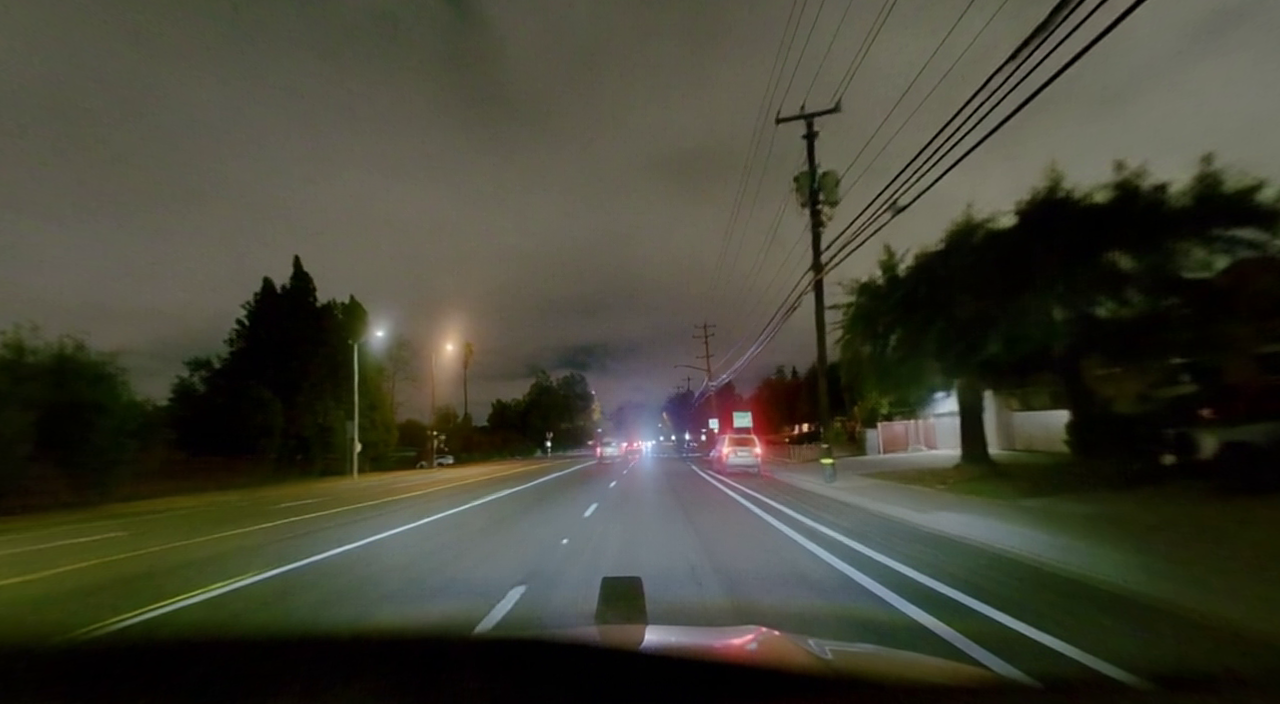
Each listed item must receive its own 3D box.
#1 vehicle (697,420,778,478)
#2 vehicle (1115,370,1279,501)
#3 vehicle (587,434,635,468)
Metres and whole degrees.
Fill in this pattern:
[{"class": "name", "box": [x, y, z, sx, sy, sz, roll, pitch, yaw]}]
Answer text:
[{"class": "vehicle", "box": [4.080, 4.234, 27.564, 2.622, 2.137, 6.267, 1, -9, 1]}, {"class": "vehicle", "box": [11.226, 1.119, 10.250, 5.042, 1.803, 2.134, -7, -9, 0]}, {"class": "vehicle", "box": [-1.606, 5.748, 36.716, 2.327, 1.861, 4.941, -1, -9, 2]}]
